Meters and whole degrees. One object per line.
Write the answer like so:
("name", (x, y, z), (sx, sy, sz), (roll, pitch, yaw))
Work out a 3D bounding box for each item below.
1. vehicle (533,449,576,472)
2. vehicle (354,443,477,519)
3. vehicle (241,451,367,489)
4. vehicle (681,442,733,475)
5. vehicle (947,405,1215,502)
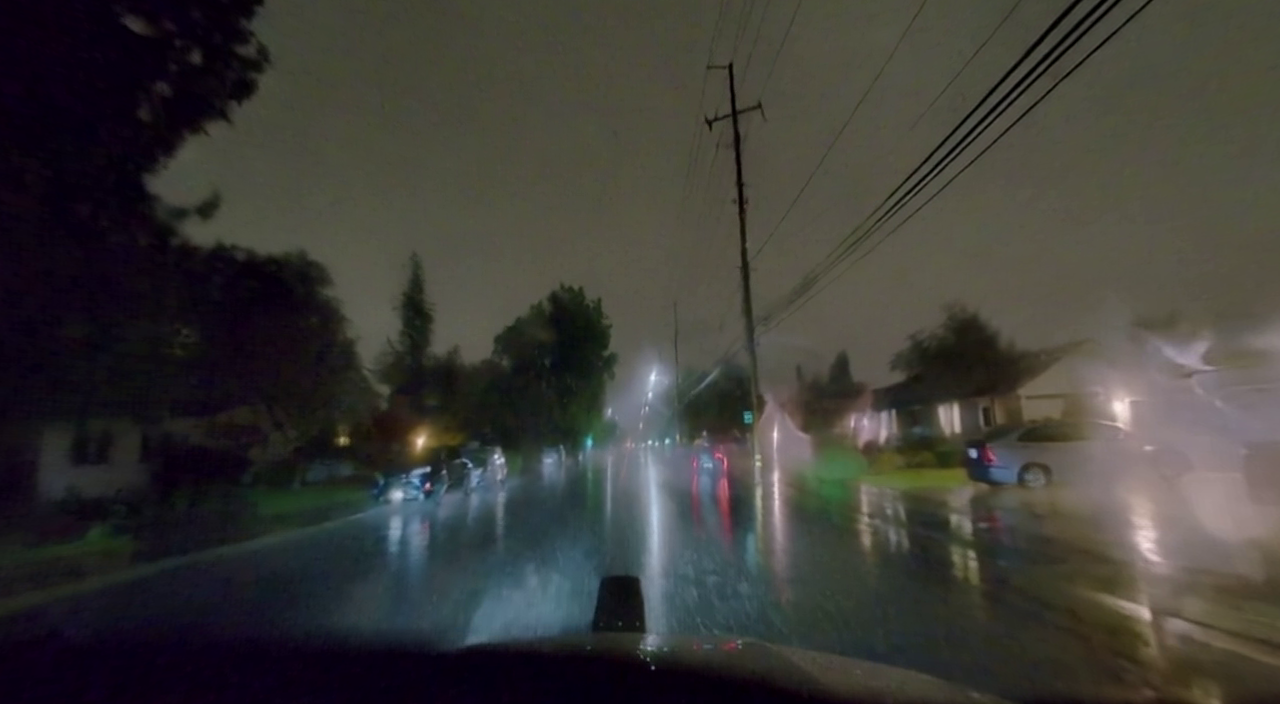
("vehicle", (-5.924, 7.617, 44.374), (2.199, 1.439, 4.757), (0, -10, 2))
("vehicle", (-6.115, 3.488, 17.737), (2.035, 1.736, 3.955), (-3, -8, -1))
("vehicle", (-16.002, 5.621, 30.317), (4.706, 1.681, 2.389), (-1, -9, 5))
("vehicle", (3.536, 5.734, 34.388), (2.247, 1.618, 4.655), (2, -8, -1))
("vehicle", (9.909, 2.269, 14.499), (4.559, 1.843, 2.081), (-2, -7, -3))
